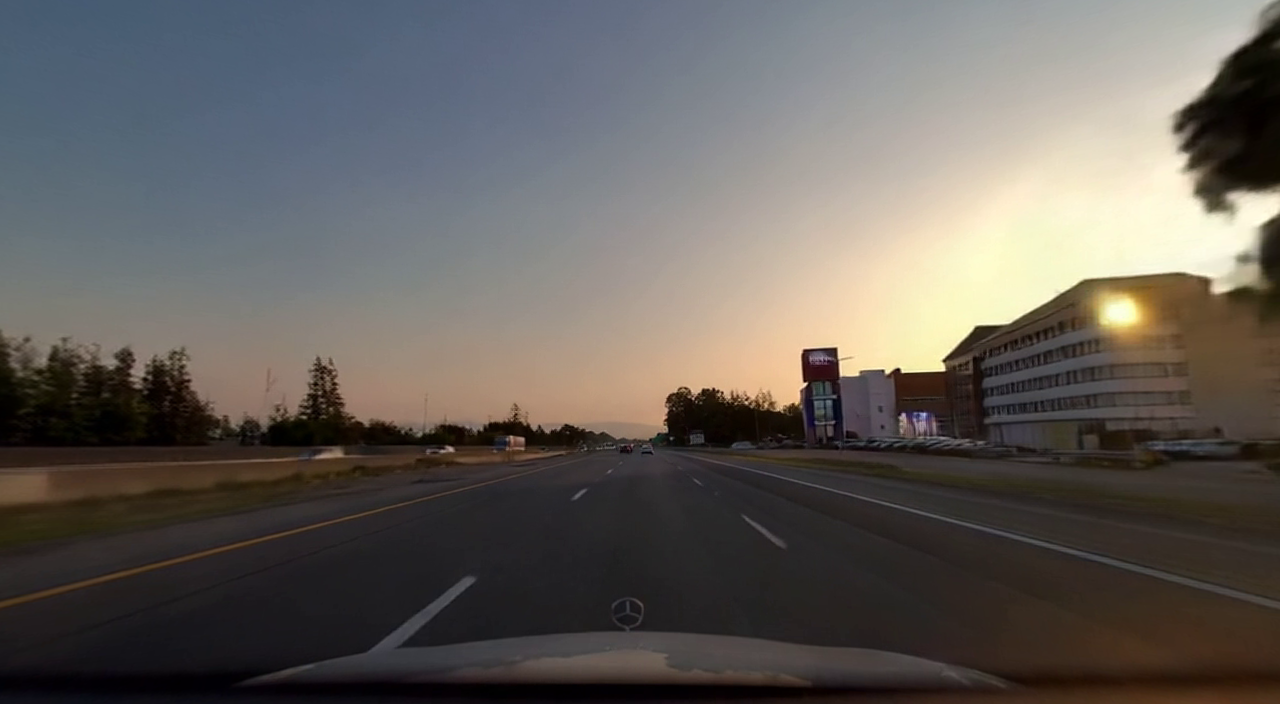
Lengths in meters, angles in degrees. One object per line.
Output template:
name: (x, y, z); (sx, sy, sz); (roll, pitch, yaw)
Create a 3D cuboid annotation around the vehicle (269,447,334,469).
vehicle: (-23.264, 7.272, 43.569); (1.883, 1.444, 4.561); (0, -8, 1)
